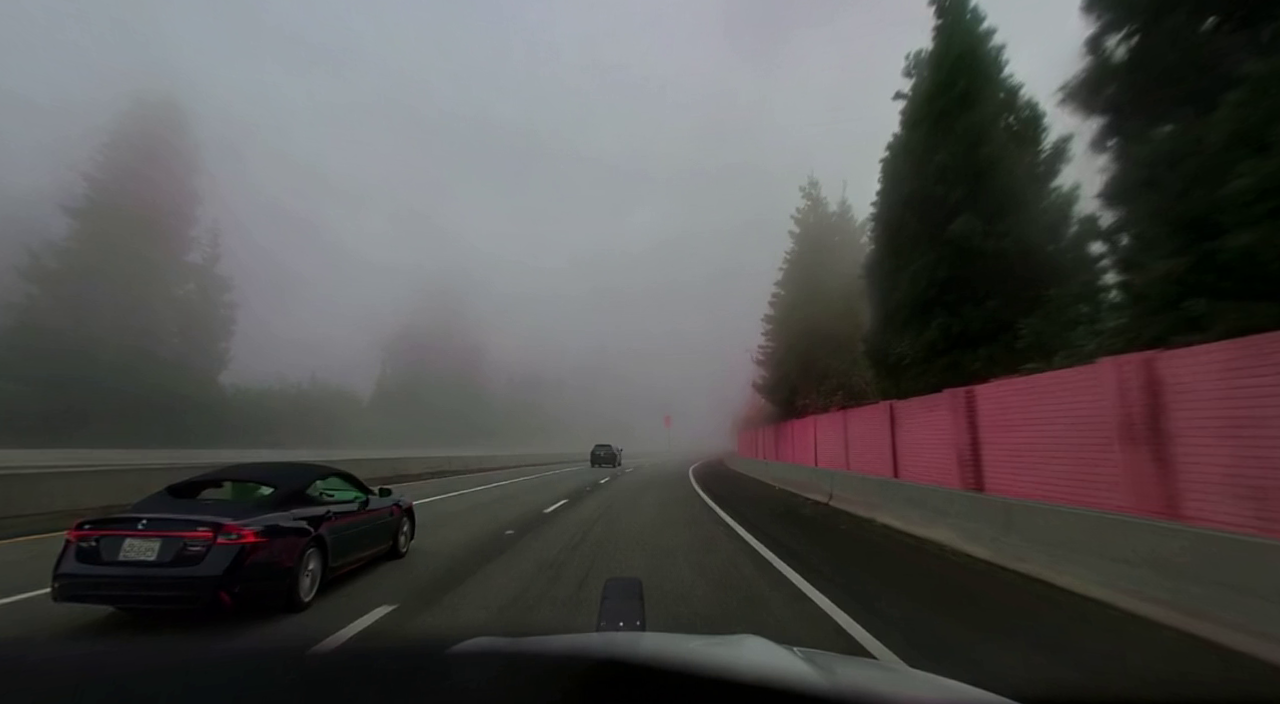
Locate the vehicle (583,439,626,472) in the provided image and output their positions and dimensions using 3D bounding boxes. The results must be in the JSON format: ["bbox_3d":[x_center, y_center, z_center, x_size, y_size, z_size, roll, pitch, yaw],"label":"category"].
[{"bbox_3d":[-1.923,5.773,35.338,1.833,1.697,3.984,-1,-9,5],"label":"vehicle"}]

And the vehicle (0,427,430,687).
[{"bbox_3d":[-3.532,1.458,5.682,1.746,1.405,4.339,0,-9,0],"label":"vehicle"}]
